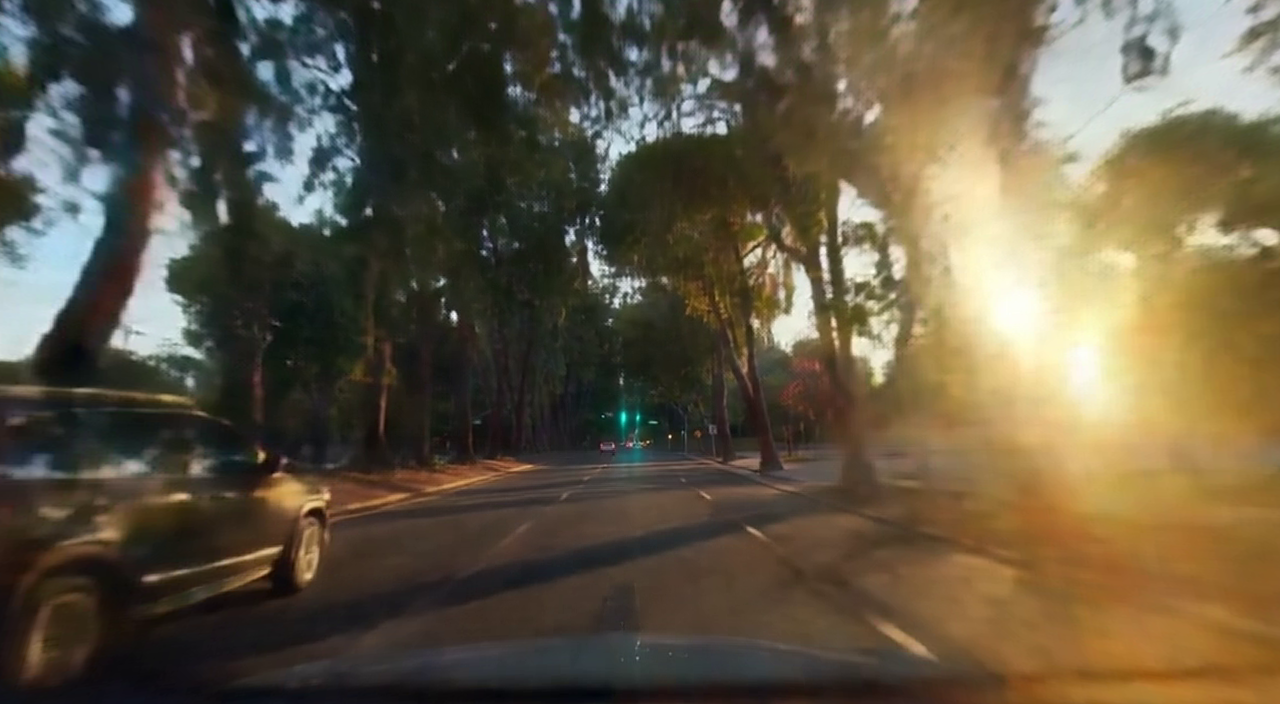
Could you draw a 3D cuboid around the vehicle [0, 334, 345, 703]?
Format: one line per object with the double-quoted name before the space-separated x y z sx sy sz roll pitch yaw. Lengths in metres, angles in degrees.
"vehicle" -3.672 0.983 3.707 2.018 1.769 3.897 0 -8 -1
